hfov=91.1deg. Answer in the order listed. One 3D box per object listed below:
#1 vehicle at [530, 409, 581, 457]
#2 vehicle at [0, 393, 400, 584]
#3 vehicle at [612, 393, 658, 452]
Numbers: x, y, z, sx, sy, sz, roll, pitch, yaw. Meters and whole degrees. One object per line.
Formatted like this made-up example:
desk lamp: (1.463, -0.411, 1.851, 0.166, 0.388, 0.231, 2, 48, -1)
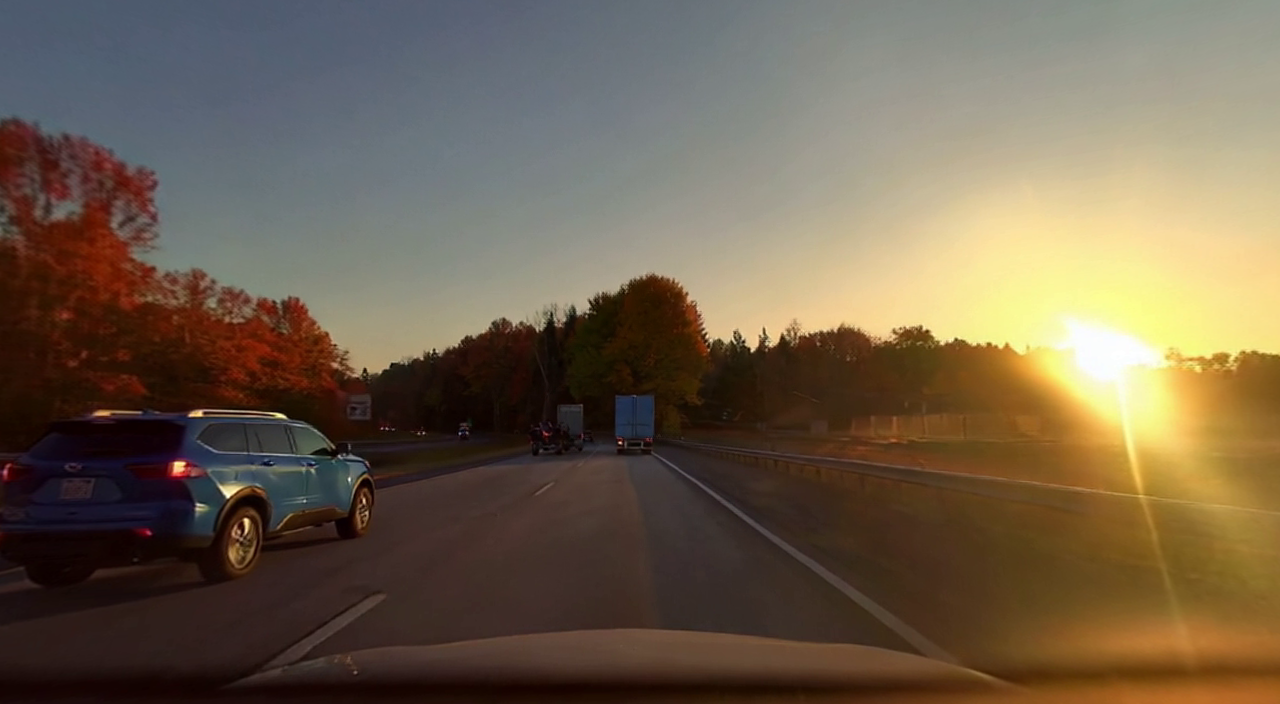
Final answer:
vehicle: (-5.065, 5.017, 38.727, 2.383, 2.726, 5.677, 0, -8, -1)
vehicle: (-4.933, 1.505, 7.849, 2.089, 1.669, 4.515, 0, -8, 0)
vehicle: (-0.440, 5.369, 47.026, 3.078, 3.955, 8.774, 0, -8, -2)
